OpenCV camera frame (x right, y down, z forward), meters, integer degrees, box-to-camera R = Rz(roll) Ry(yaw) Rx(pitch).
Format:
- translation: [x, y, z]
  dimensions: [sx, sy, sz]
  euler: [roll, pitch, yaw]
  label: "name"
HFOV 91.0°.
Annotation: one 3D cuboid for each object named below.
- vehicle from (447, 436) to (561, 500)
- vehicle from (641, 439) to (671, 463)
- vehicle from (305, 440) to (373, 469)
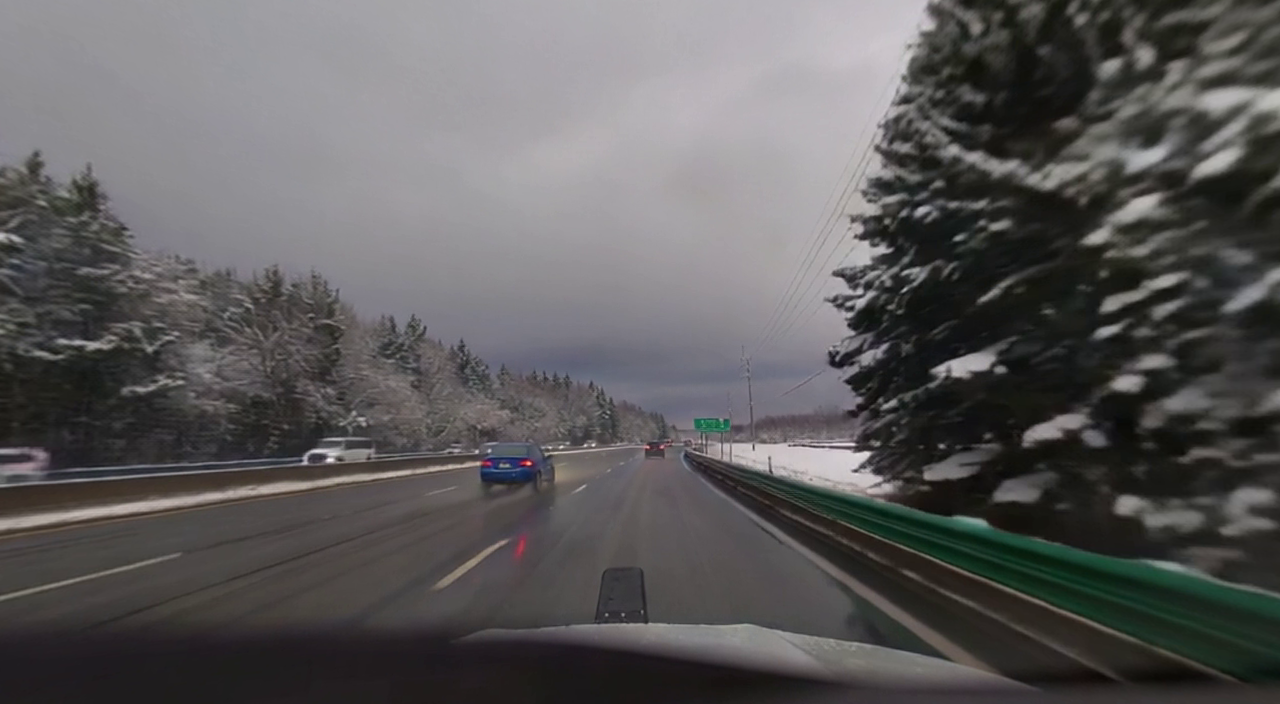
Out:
- translation: [-3.506, 3.079, 17.212]
  dimensions: [2.021, 1.515, 4.453]
  euler: [0, -8, 2]
  label: "vehicle"
- translation: [1.254, 7.498, 48.025]
  dimensions: [2.176, 1.725, 4.182]
  euler: [0, -8, 3]
  label: "vehicle"
- translation: [-19.072, 6.470, 40.139]
  dimensions: [1.998, 1.724, 4.404]
  euler: [0, -8, 2]
  label: "vehicle"
